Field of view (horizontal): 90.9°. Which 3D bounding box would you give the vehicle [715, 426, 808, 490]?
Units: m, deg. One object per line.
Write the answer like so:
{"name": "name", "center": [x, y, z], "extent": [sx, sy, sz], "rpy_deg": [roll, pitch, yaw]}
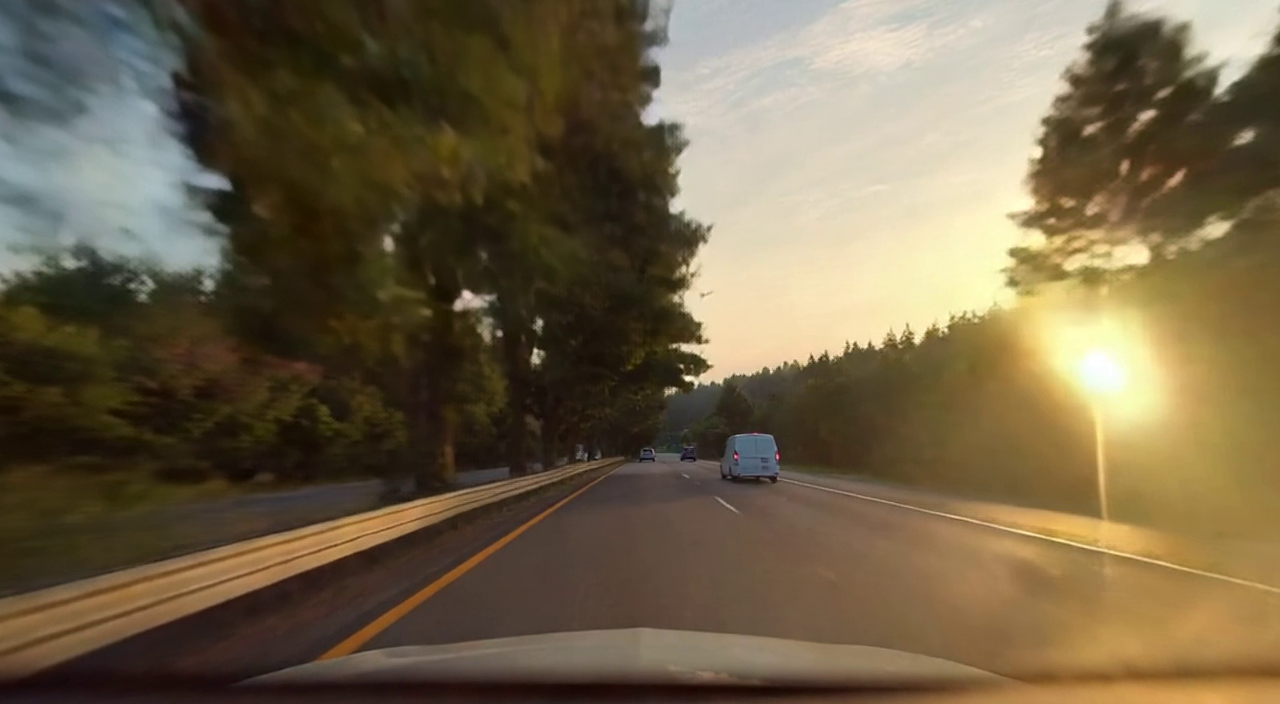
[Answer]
{"name": "vehicle", "center": [4.285, 3.862, 23.138], "extent": [2.371, 2.045, 4.768], "rpy_deg": [0, -9, -1]}
